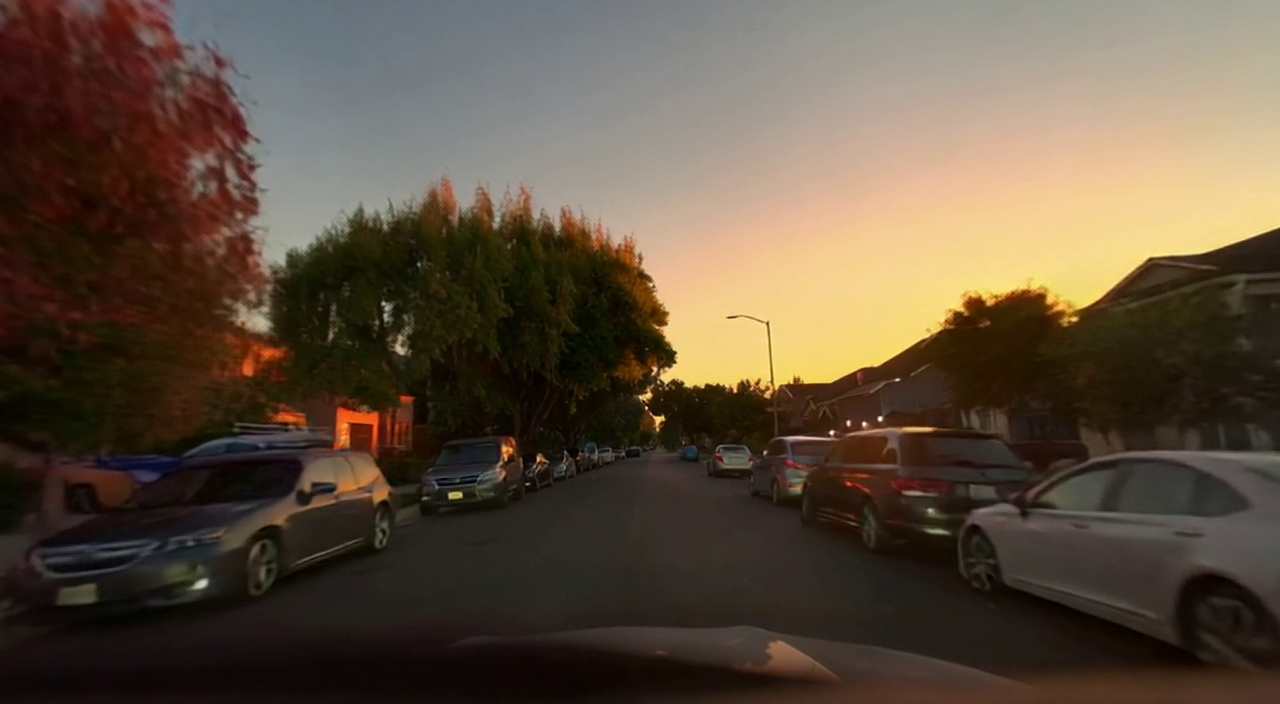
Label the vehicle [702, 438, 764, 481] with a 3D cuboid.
[{"bbox_3d":[4.434,5.206,30.861,2.306,1.901,4.908,0,-9,0],"label":"vehicle"}]

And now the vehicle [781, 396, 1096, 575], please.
[{"bbox_3d":[3.897,1.880,9.708,1.995,1.944,5.400,1,-9,-3],"label":"vehicle"}]

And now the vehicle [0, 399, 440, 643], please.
[{"bbox_3d":[-4.712,1.756,7.816,2.683,1.923,5.421,0,-9,0],"label":"vehicle"}]

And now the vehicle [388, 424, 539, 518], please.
[{"bbox_3d":[-4.563,3.185,17.483,2.461,2.145,5.415,0,-9,1],"label":"vehicle"}]

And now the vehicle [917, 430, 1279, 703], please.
[{"bbox_3d":[3.940,1.324,4.474,1.808,1.437,4.337,1,-9,-3],"label":"vehicle"}]
